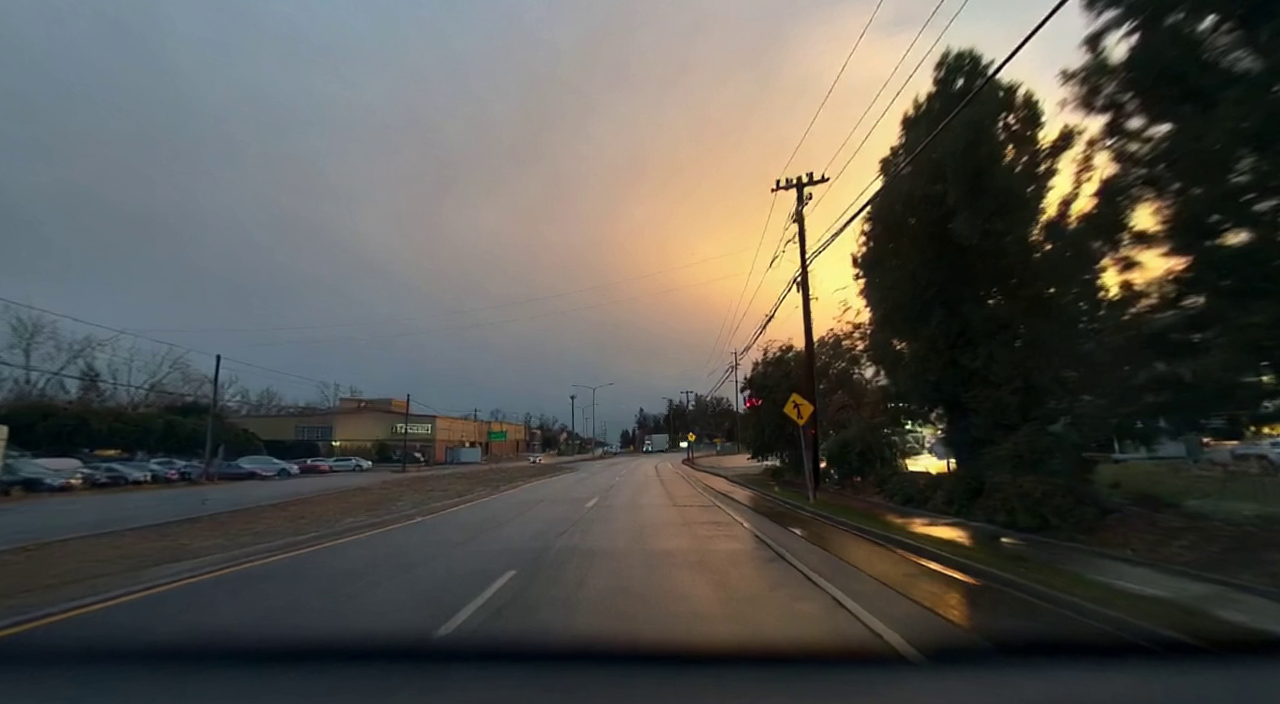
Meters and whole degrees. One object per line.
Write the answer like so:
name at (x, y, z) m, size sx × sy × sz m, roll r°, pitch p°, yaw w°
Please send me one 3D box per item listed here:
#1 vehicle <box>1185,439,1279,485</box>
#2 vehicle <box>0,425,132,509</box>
vehicle at (26.115, 4.635, 26.665) m, size 1.915 × 1.741 × 5.301 m, roll -3°, pitch -10°, yaw 10°
vehicle at (-30.779, 5.658, 31.106) m, size 2.974 × 3.806 × 10.161 m, roll -1°, pitch -9°, yaw -1°
